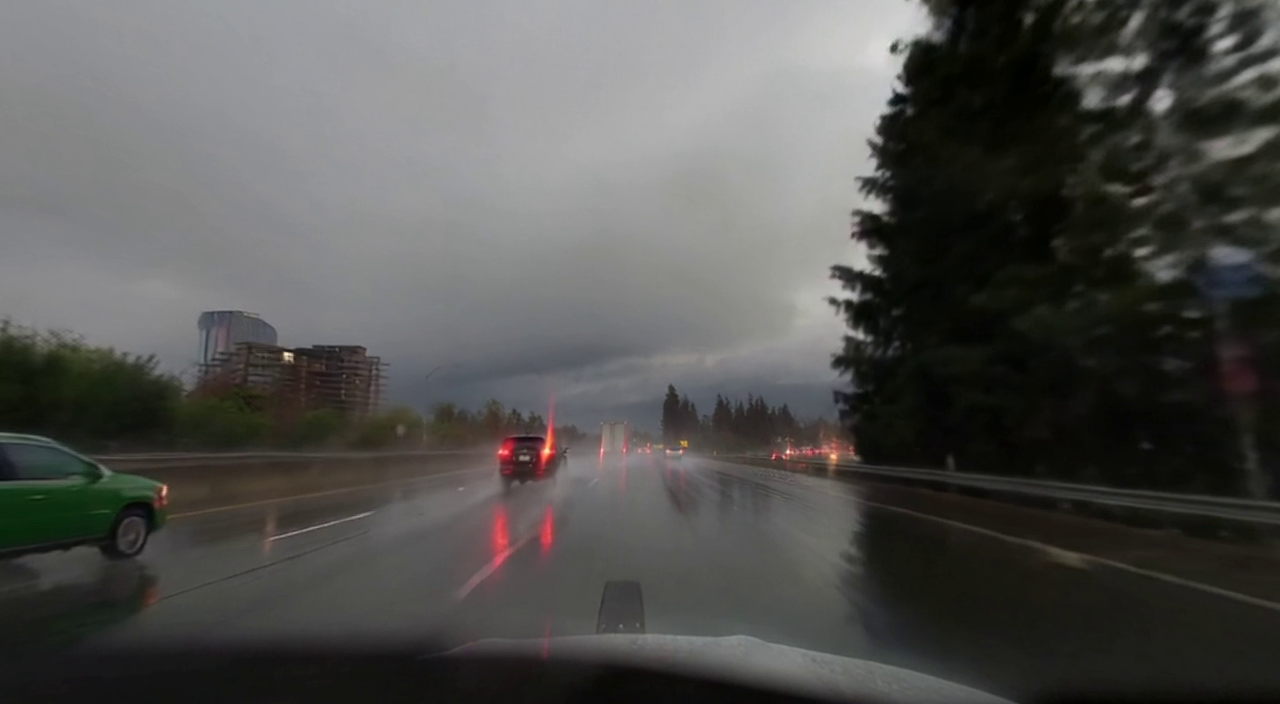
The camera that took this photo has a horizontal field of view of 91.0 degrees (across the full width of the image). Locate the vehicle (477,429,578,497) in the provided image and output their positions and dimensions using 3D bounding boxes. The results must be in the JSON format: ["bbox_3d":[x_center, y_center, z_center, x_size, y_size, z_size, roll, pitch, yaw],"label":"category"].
[{"bbox_3d":[-3.181,3.244,18.785,2.111,1.742,4.315,0,-9,1],"label":"vehicle"}]

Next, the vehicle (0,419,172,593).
[{"bbox_3d":[-6.633,1.320,5.380,1.969,1.520,4.190,1,-9,1],"label":"vehicle"}]
